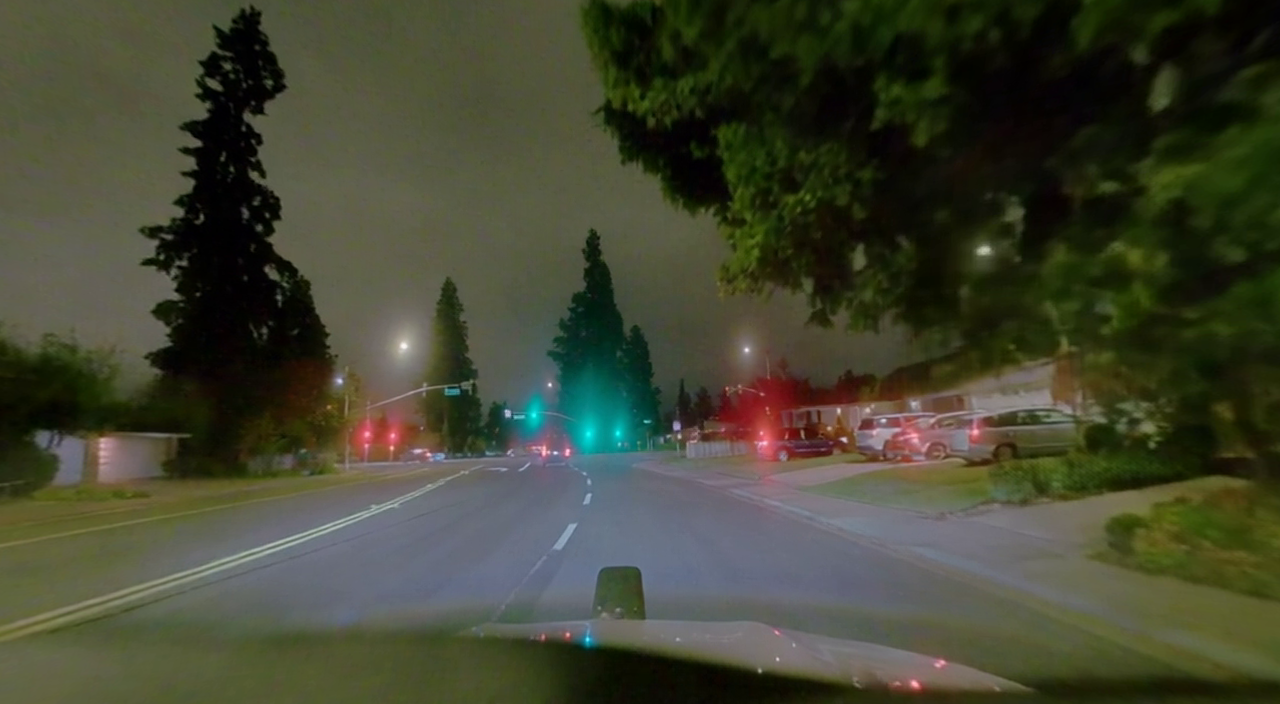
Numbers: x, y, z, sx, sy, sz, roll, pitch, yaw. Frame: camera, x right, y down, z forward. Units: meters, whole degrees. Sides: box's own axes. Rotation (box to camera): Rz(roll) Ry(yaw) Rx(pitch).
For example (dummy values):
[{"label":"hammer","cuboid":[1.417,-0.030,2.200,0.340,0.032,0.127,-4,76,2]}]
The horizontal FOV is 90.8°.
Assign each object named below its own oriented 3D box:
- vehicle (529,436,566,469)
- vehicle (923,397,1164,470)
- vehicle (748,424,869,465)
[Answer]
[{"label":"vehicle","cuboid":[-5.550,6.060,38.127,2.041,1.834,4.679,1,-9,-8]},{"label":"vehicle","cuboid":[9.668,1.994,15.425,4.590,1.648,1.876,0,-9,-3]},{"label":"vehicle","cuboid":[7.283,4.022,27.591,4.663,1.618,1.962,0,-9,-7]}]
